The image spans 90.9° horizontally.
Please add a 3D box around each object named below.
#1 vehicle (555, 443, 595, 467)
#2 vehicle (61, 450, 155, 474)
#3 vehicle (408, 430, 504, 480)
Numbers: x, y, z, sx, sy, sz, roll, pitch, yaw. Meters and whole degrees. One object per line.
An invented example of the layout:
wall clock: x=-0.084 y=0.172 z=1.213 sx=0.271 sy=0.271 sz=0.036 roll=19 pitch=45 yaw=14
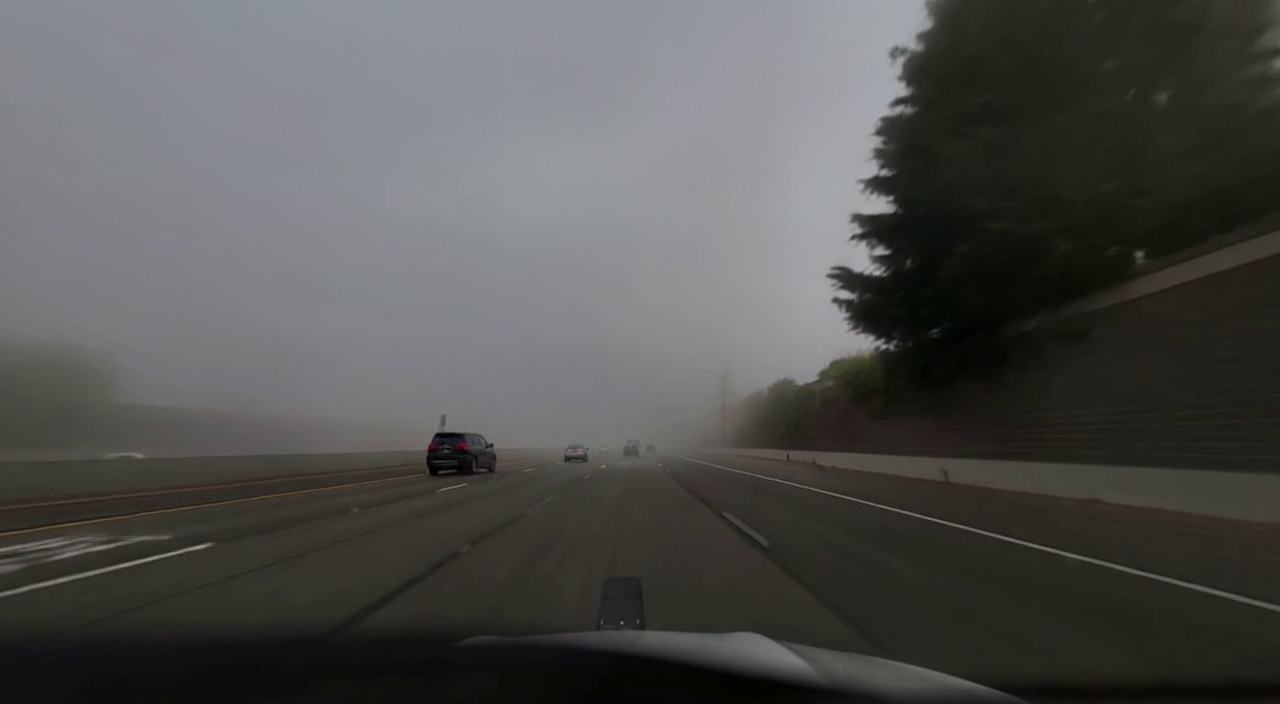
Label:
vehicle: x=-4.145 y=6.633 z=40.867 sx=2.106 sy=1.452 sz=4.525 roll=0 pitch=-8 yaw=0
vehicle: x=-36.823 y=7.603 z=43.820 sx=1.946 sy=1.544 sz=5.230 roll=0 pitch=-8 yaw=0
vehicle: x=-7.807 y=4.465 z=27.606 sx=2.351 sy=1.922 sz=6.335 roll=0 pitch=-8 yaw=0
